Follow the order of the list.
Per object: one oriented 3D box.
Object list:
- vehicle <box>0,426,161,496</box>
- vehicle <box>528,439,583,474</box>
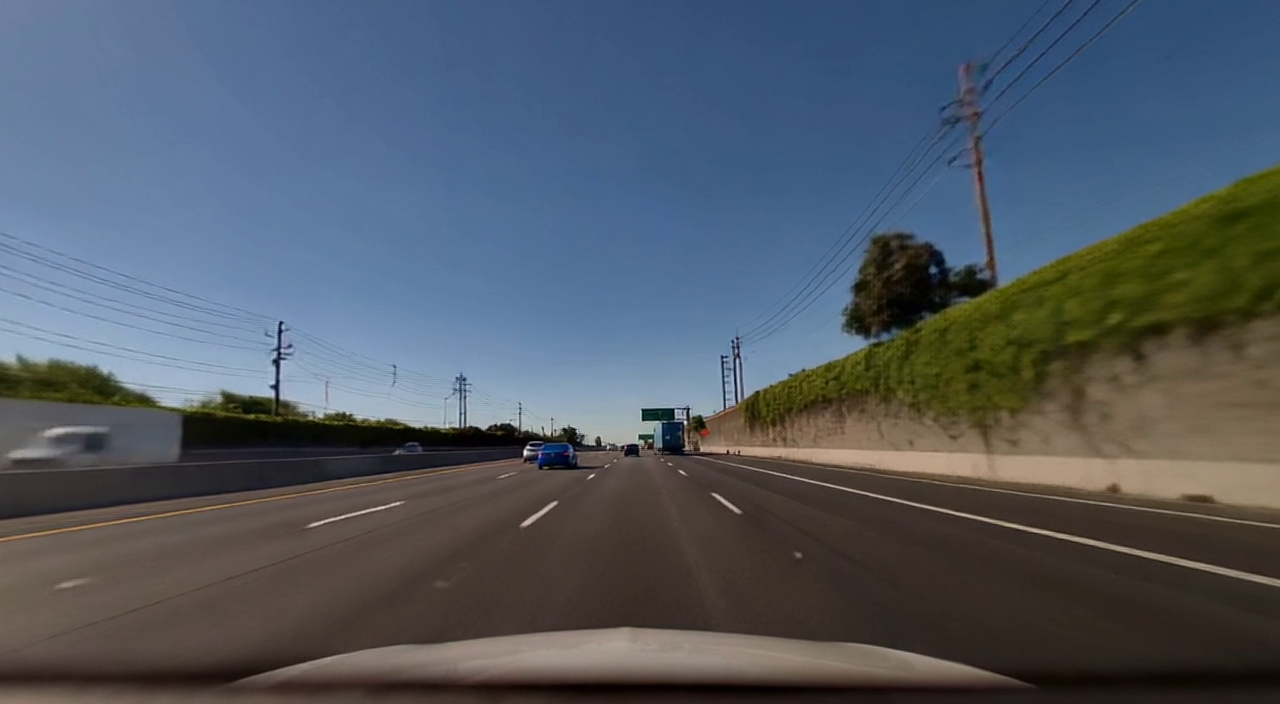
[{"bbox_3d":[-20.892,3.859,22.685,2.740,2.168,5.878,0,-9,-1],"label":"vehicle"},{"bbox_3d":[-3.891,4.903,29.833,2.009,1.533,4.175,0,-9,1],"label":"vehicle"}]
